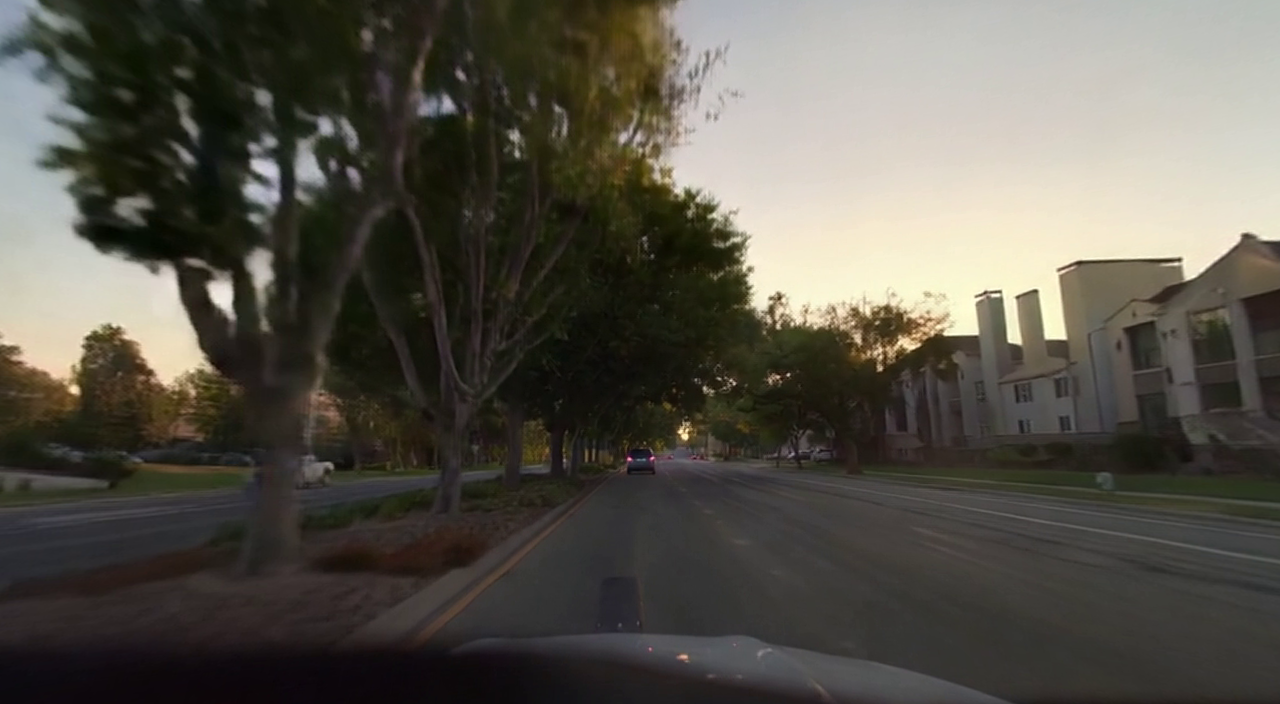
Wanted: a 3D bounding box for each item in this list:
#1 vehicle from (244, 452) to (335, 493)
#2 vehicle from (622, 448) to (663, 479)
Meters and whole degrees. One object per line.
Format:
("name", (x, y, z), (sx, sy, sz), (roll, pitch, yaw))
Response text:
("vehicle", (-18.318, 6.272, 33.340), (2.048, 1.955, 4.692), (0, -9, 1))
("vehicle", (0.169, 6.033, 34.536), (2.093, 1.591, 4.247), (0, -9, 1))
